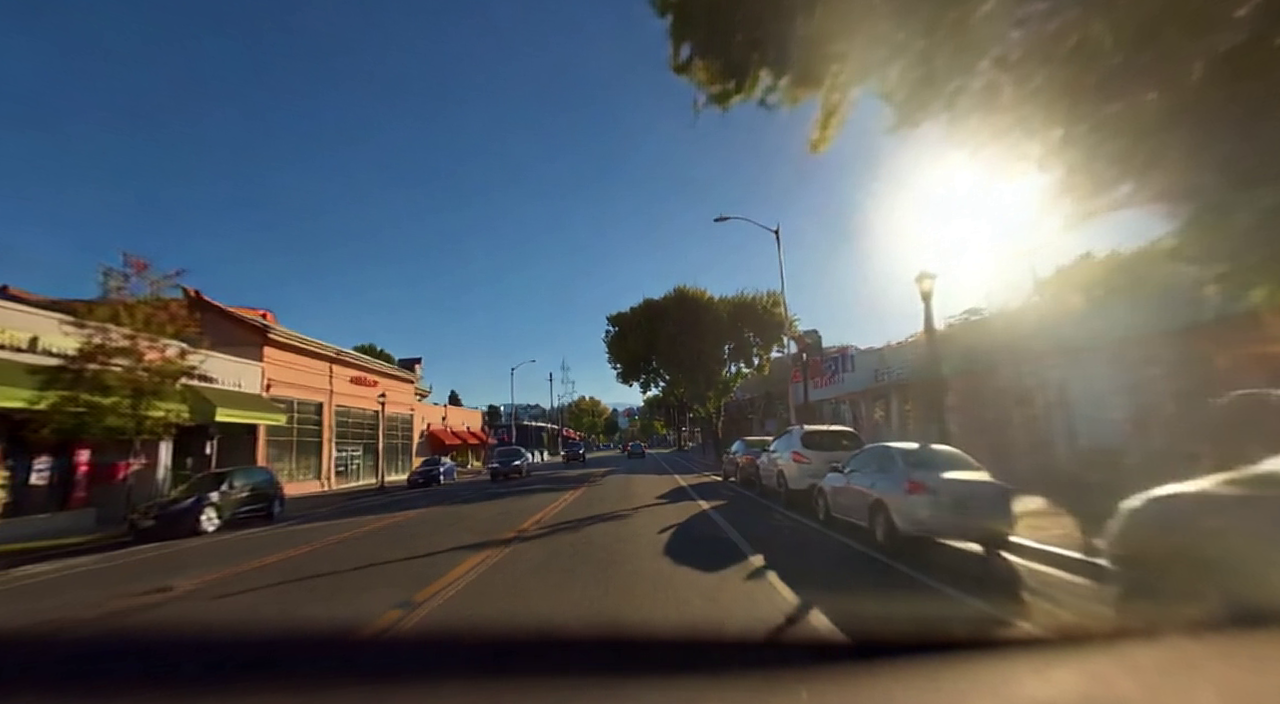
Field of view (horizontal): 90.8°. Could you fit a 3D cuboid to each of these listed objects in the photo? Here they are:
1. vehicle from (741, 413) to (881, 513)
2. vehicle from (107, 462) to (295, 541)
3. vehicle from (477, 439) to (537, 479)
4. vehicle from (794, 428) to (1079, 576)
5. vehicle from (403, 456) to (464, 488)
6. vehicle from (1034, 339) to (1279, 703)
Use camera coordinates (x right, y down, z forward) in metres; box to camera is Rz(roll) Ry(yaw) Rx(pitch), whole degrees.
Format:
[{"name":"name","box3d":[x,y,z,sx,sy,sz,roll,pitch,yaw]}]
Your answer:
[{"name":"vehicle","box3d":[3.830,2.595,15.110,1.976,2.001,4.430,0,-9,-2]},{"name":"vehicle","box3d":[-10.765,3.634,15.922,1.930,1.621,3.853,-1,-9,0]},{"name":"vehicle","box3d":[-6.680,5.433,32.308,2.044,1.839,4.512,-1,-9,0]},{"name":"vehicle","box3d":[3.887,2.060,9.435,1.876,1.468,4.672,-5,-9,-1]},{"name":"vehicle","box3d":[-10.516,6.103,32.482,1.846,1.463,4.206,0,-9,-1]},{"name":"vehicle","box3d":[3.868,0.745,1.868,2.132,1.889,5.213,-1,-9,2]}]
